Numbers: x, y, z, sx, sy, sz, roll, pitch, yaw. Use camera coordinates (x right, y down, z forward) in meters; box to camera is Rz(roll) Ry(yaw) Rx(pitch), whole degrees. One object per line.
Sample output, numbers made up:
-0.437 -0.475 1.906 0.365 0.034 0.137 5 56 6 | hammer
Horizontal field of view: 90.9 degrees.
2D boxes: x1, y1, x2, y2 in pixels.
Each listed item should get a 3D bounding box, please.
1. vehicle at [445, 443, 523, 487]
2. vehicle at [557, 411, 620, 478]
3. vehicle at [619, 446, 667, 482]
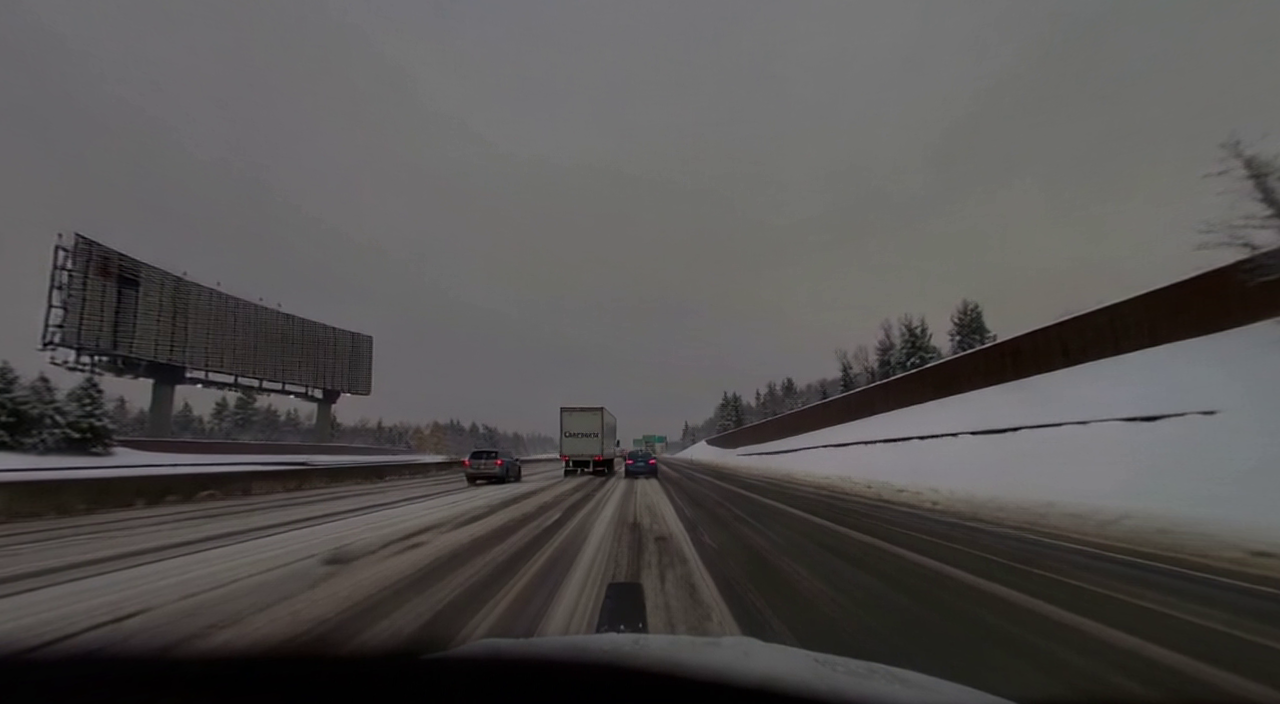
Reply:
-6.521 4.775 26.918 2.124 1.674 4.541 0 -9 0 | vehicle
-2.781 5.435 36.899 2.794 3.460 8.595 0 -9 1 | vehicle
0.138 5.289 30.097 2.168 1.597 3.615 0 -9 1 | vehicle
